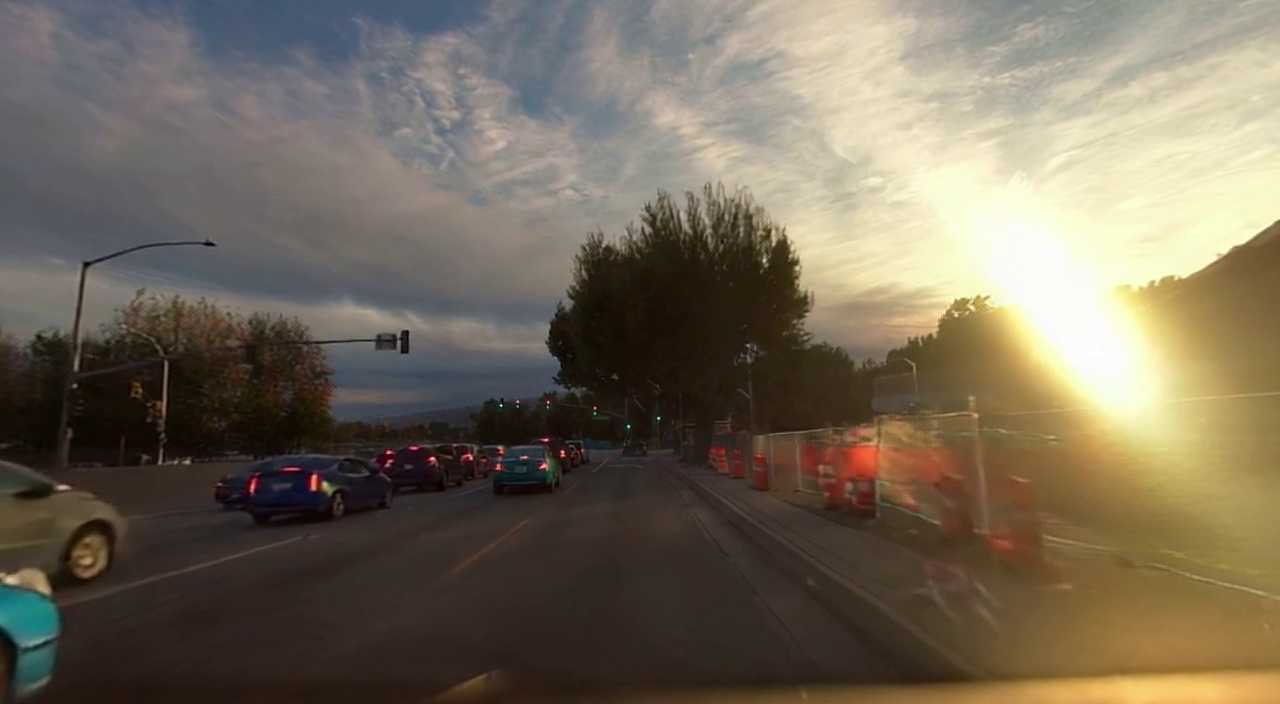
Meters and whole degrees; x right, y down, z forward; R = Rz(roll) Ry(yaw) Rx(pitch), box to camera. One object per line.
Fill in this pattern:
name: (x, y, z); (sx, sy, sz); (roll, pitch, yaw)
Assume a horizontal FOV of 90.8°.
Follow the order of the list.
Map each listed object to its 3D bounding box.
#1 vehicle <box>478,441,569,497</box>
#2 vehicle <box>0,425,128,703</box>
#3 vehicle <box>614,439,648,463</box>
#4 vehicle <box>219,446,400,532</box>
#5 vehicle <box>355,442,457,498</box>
vehicle: (-3.425, 3.521, 19.415); (2.042, 1.441, 4.172); (-1, -9, 0)
vehicle: (-3.795, 0.849, 1.059); (2.026, 1.497, 4.577); (-2, -9, 0)
vehicle: (-0.602, 6.636, 42.385); (2.183, 1.506, 4.286); (0, -9, 0)
vehicle: (-7.181, 2.957, 14.328); (1.900, 1.507, 4.285); (-3, -9, -1)
vehicle: (-8.138, 4.103, 22.471); (1.949, 1.697, 4.406); (-2, -9, 0)
